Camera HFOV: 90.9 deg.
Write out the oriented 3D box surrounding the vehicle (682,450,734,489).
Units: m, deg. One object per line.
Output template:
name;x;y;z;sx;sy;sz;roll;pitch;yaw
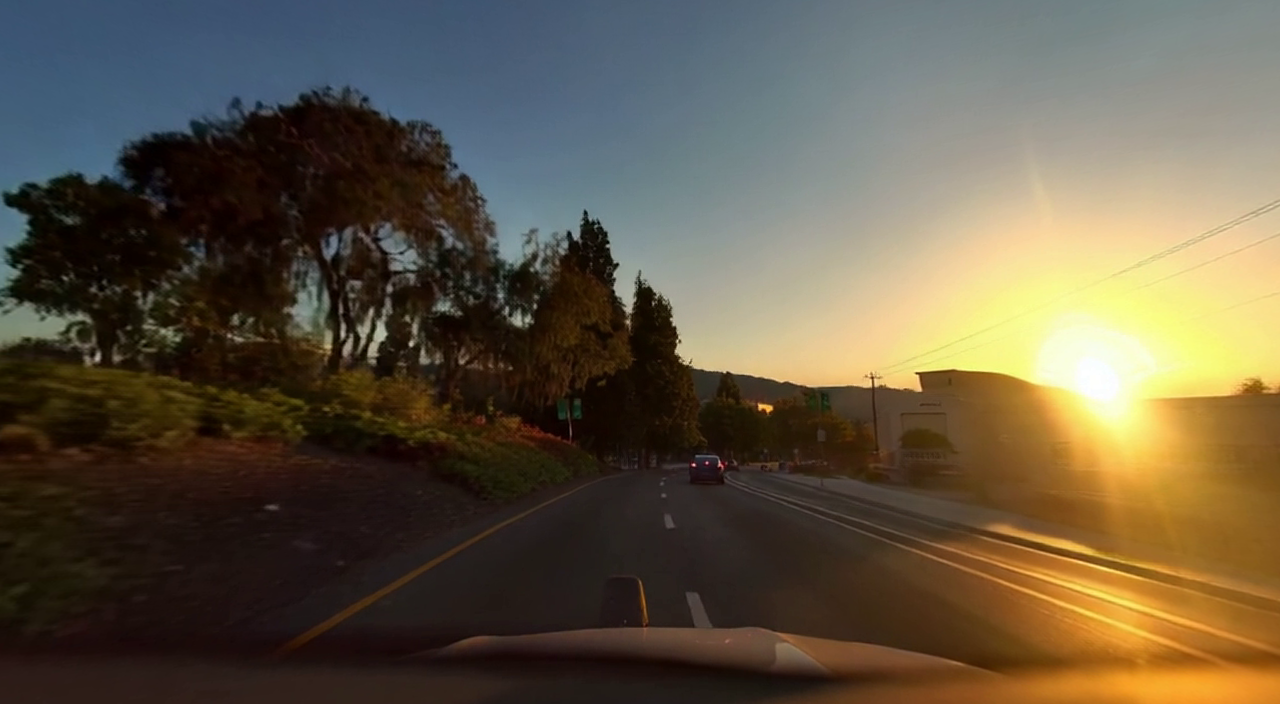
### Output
vehicle;2.895;5.116;27.842;1.956;1.473;4.640;0;-8;2
